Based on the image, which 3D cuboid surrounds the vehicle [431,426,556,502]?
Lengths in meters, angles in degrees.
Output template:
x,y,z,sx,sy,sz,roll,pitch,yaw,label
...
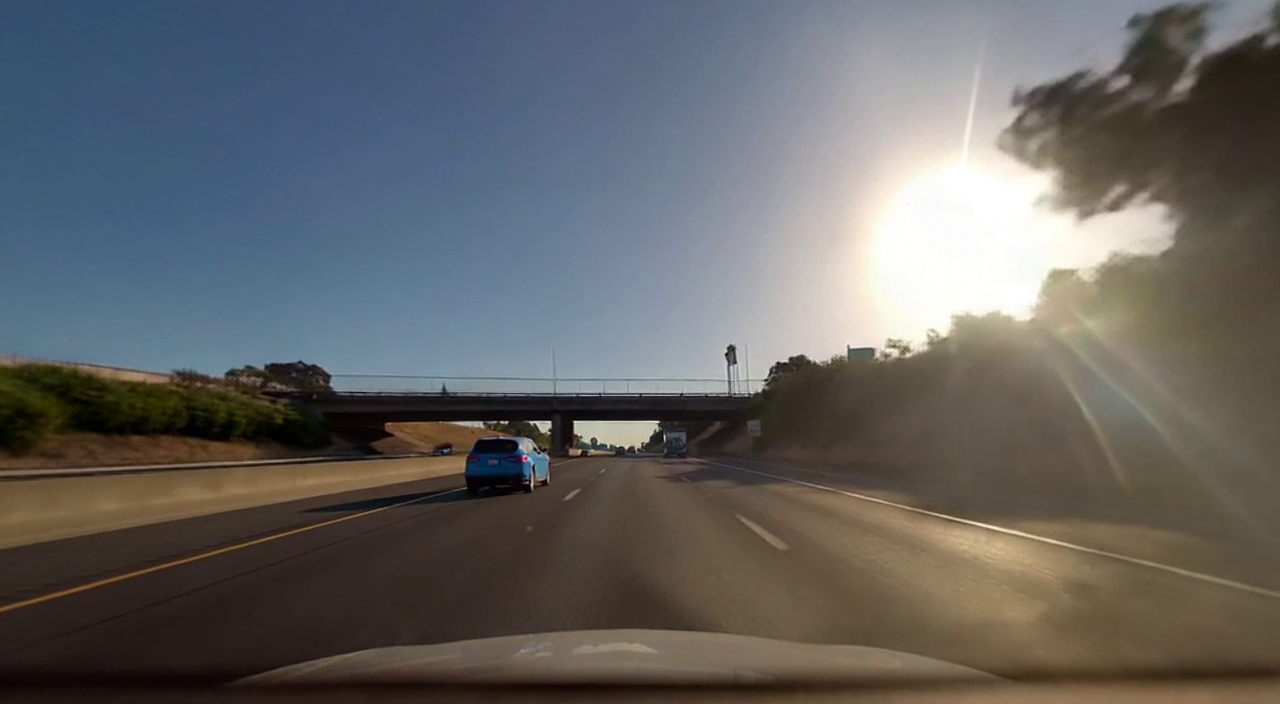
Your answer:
x,y,z,sx,sy,sz,roll,pitch,yaw,label
-3.811,3.041,17.534,2.205,1.773,5.124,0,-9,0,vehicle
